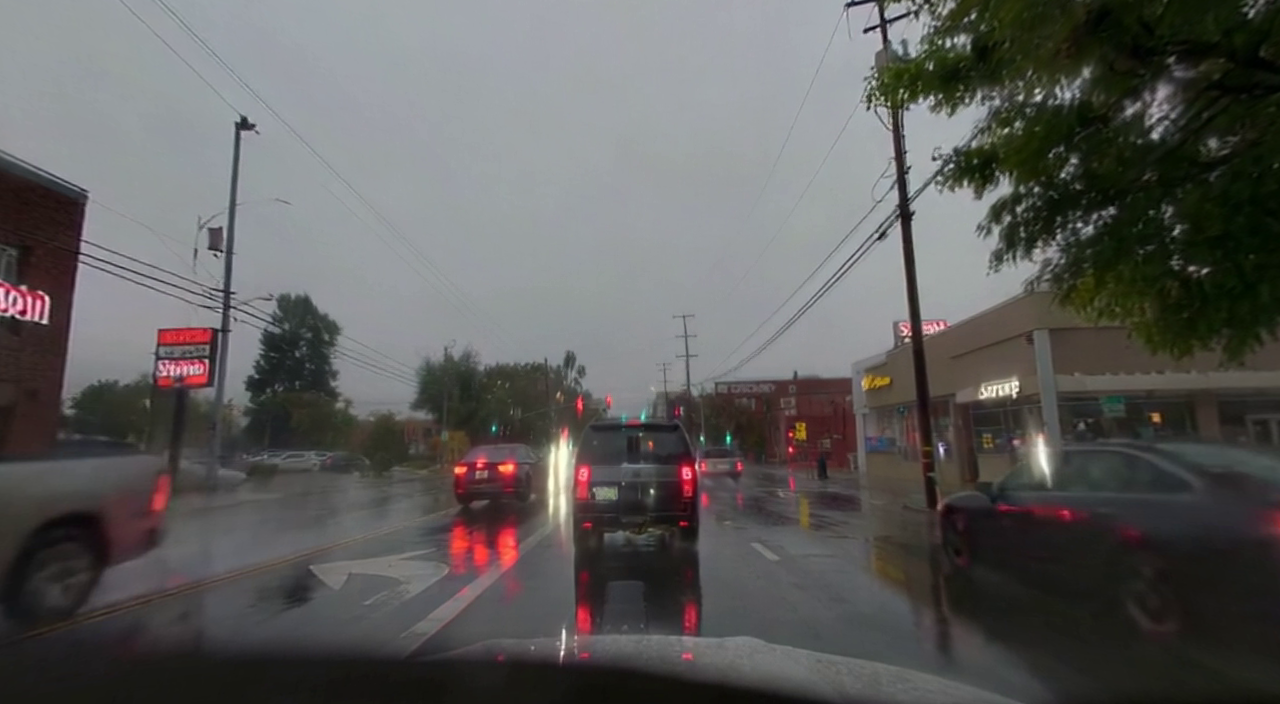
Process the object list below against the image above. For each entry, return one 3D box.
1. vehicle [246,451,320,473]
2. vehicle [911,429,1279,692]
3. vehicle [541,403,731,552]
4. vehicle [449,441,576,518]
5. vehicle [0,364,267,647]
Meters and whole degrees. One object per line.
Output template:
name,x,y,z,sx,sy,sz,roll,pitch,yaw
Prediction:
vehicle,-27.318,8.449,48.324,4.458,1.608,2.051,0,-9,2
vehicle,4.749,1.608,6.254,1.994,1.545,4.919,0,-9,1
vehicle,-0.077,2.159,11.550,2.638,2.065,5.313,0,-9,0
vehicle,-2.855,2.965,15.270,1.975,1.570,4.456,0,-9,2
vehicle,-6.425,1.179,4.870,3.233,2.097,6.390,0,-9,-1
